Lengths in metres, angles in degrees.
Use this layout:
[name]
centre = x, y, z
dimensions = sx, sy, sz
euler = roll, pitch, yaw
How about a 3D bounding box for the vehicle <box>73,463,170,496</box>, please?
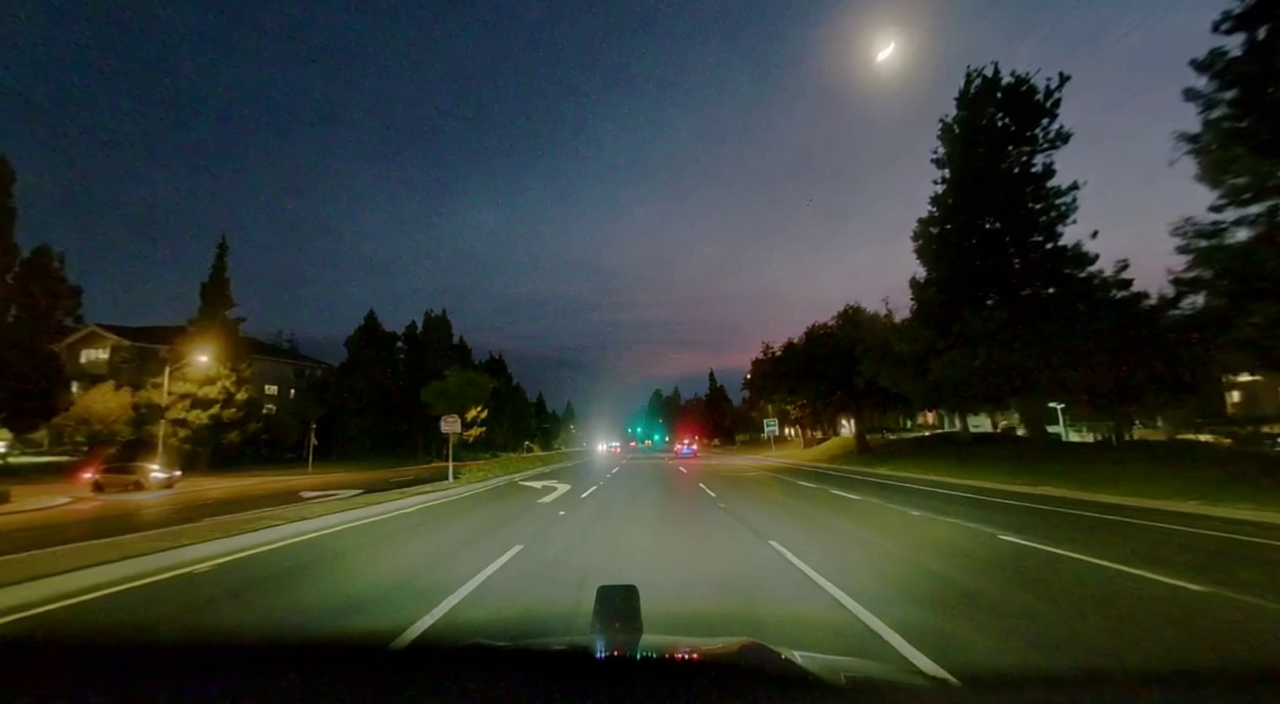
[vehicle]
centre = -30.597, 7.482, 37.309
dimensions = 4.524, 1.742, 2.284
euler = -3, -9, 20
